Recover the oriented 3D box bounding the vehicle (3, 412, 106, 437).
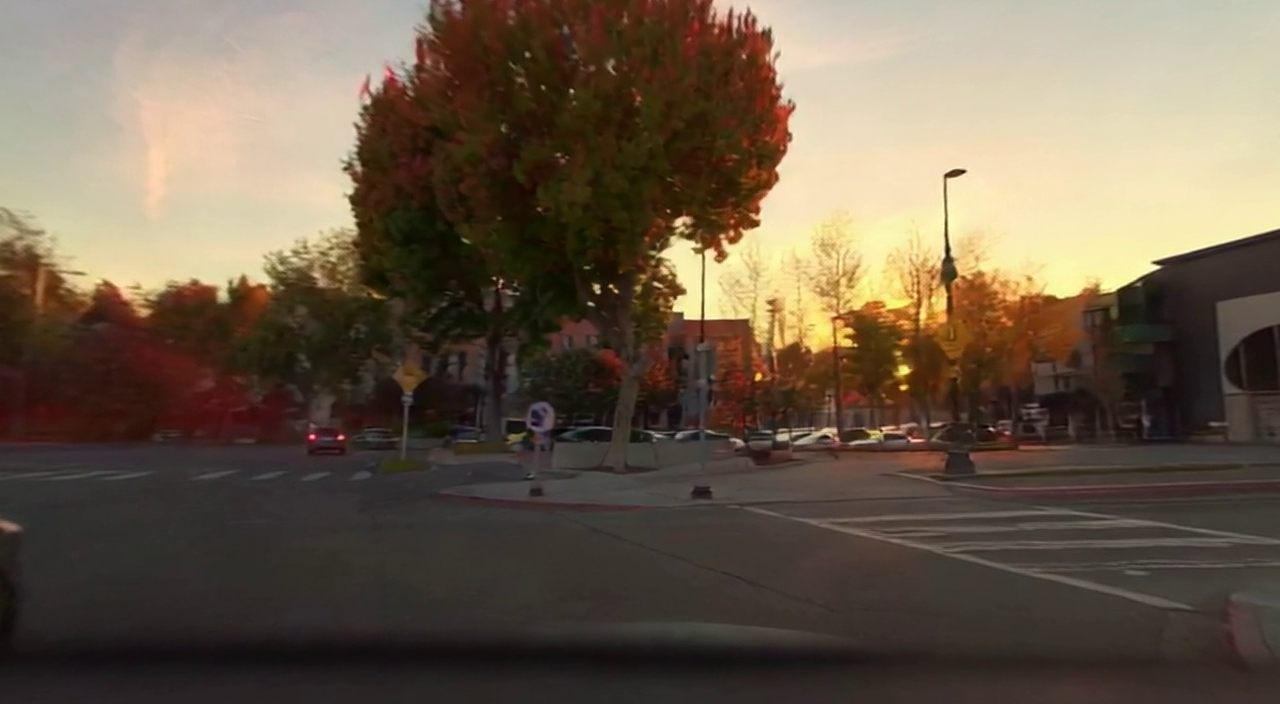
[{"bbox_3d":[-35.492,4.411,38.153,4.442,1.468,1.821,0,-8,1],"label":"vehicle"}]

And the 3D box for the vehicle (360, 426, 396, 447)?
[{"bbox_3d":[-19.481,6.319,46.840,1.742,1.504,3.771,2,-8,-11],"label":"vehicle"}]

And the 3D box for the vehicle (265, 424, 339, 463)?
[{"bbox_3d":[-13.597,3.706,25.557,1.962,1.424,4.289,3,-8,-19],"label":"vehicle"}]

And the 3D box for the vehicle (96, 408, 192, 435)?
[{"bbox_3d":[-35.534,5.018,45.141,5.015,1.909,2.034,0,-8,-2],"label":"vehicle"}]

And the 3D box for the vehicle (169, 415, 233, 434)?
[{"bbox_3d":[-34.865,5.787,49.937,3.774,1.439,1.676,0,-8,-3],"label":"vehicle"}]
